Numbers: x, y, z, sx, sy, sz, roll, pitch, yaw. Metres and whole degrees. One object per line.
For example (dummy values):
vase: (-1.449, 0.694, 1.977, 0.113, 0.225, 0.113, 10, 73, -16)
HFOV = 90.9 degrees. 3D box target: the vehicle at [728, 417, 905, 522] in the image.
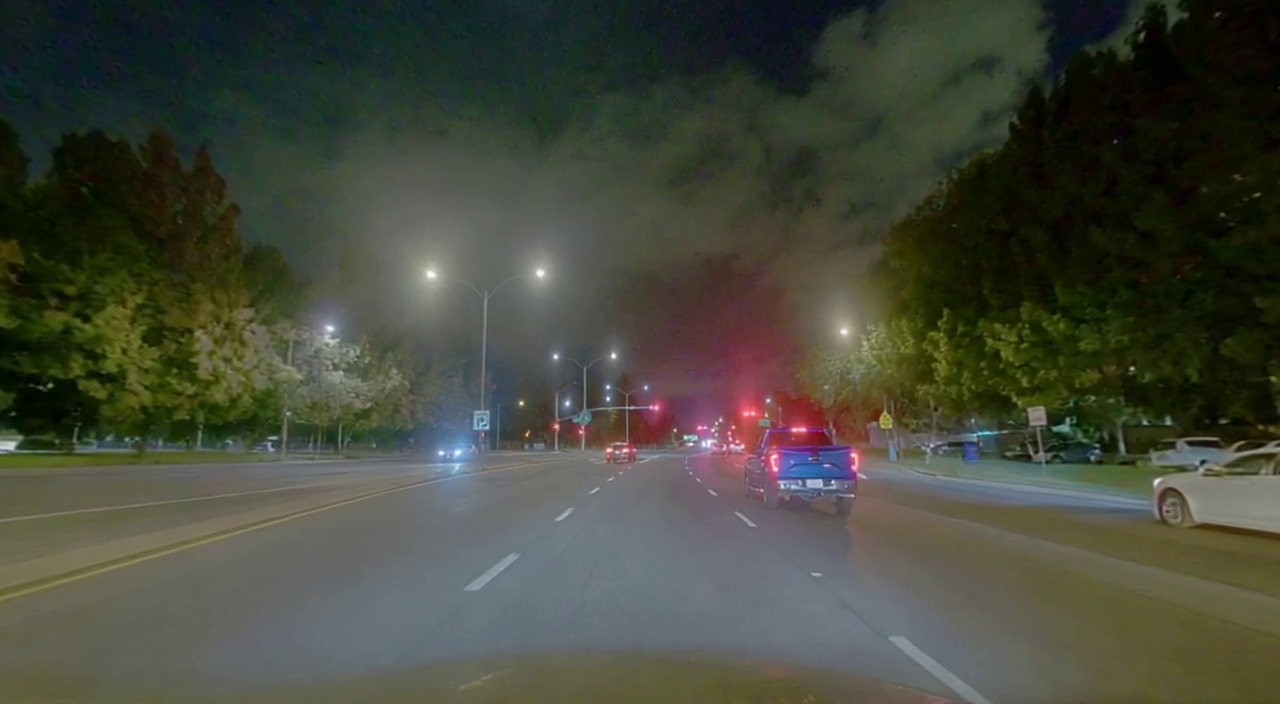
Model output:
vehicle: (3.441, 2.451, 13.769, 2.333, 1.777, 5.713, 0, -8, 2)

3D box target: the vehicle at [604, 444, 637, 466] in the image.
vehicle: (-1.406, 7.702, 47.389, 1.958, 1.542, 4.175, -1, -9, 5)

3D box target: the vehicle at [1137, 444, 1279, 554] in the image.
vehicle: (9.862, 2.103, 8.988, 1.963, 1.513, 4.600, 1, -8, 3)
